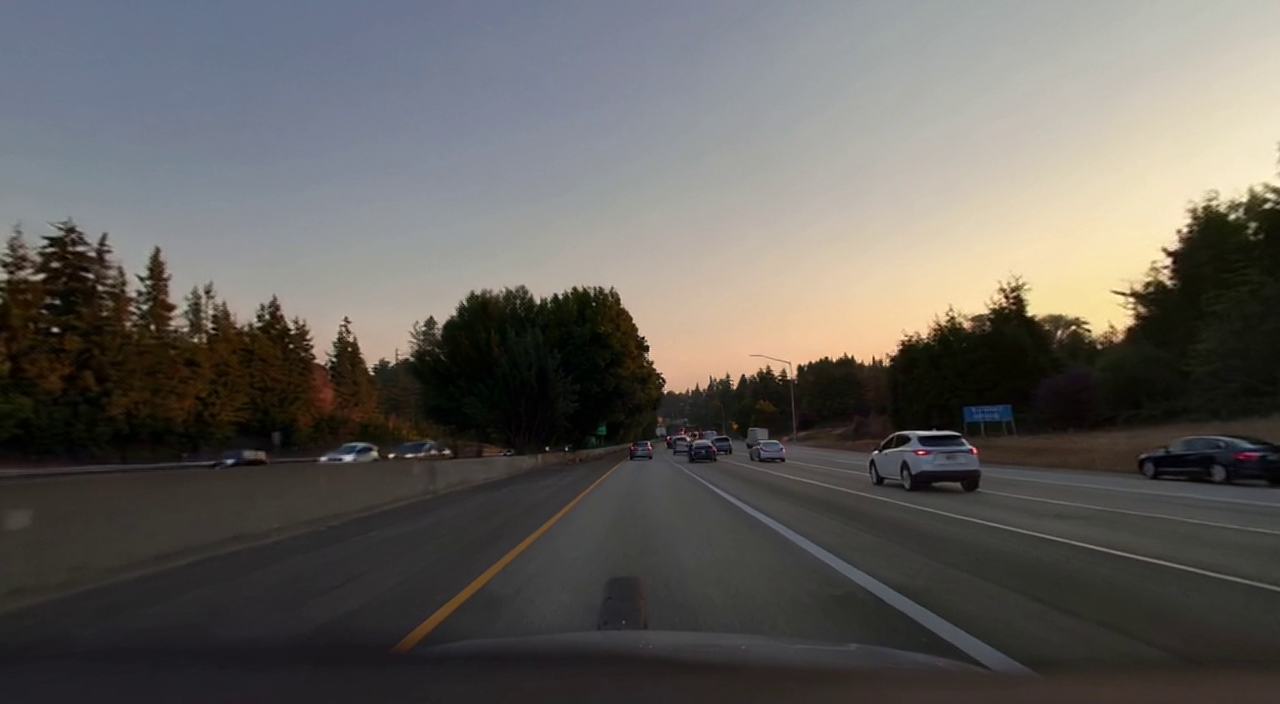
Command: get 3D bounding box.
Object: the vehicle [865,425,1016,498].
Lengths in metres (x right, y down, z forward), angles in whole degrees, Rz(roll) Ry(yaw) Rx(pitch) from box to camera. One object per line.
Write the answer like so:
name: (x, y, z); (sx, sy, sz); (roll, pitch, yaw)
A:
vehicle: (7.957, 2.931, 17.241); (1.986, 1.703, 4.226); (0, -8, -1)

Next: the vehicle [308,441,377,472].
vehicle: (-18.786, 6.604, 40.083); (2.141, 1.838, 4.634); (0, -8, -1)

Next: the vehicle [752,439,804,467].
vehicle: (7.843, 5.801, 36.298); (1.919, 1.476, 4.303); (0, -8, -1)

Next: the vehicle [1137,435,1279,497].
vehicle: (16.321, 3.032, 17.234); (1.908, 1.468, 4.457); (0, -8, 1)

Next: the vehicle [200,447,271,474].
vehicle: (-28.201, 7.529, 44.149); (2.056, 1.775, 4.585); (0, -8, -3)

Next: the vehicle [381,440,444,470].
vehicle: (-14.107, 6.395, 39.460); (2.057, 1.734, 5.135); (0, -8, 0)

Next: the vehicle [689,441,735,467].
vehicle: (4.103, 5.903, 36.725); (2.118, 1.438, 4.312); (0, -8, -1)

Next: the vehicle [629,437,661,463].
vehicle: (0.334, 6.767, 43.604); (2.124, 1.639, 4.122); (0, -8, 0)
